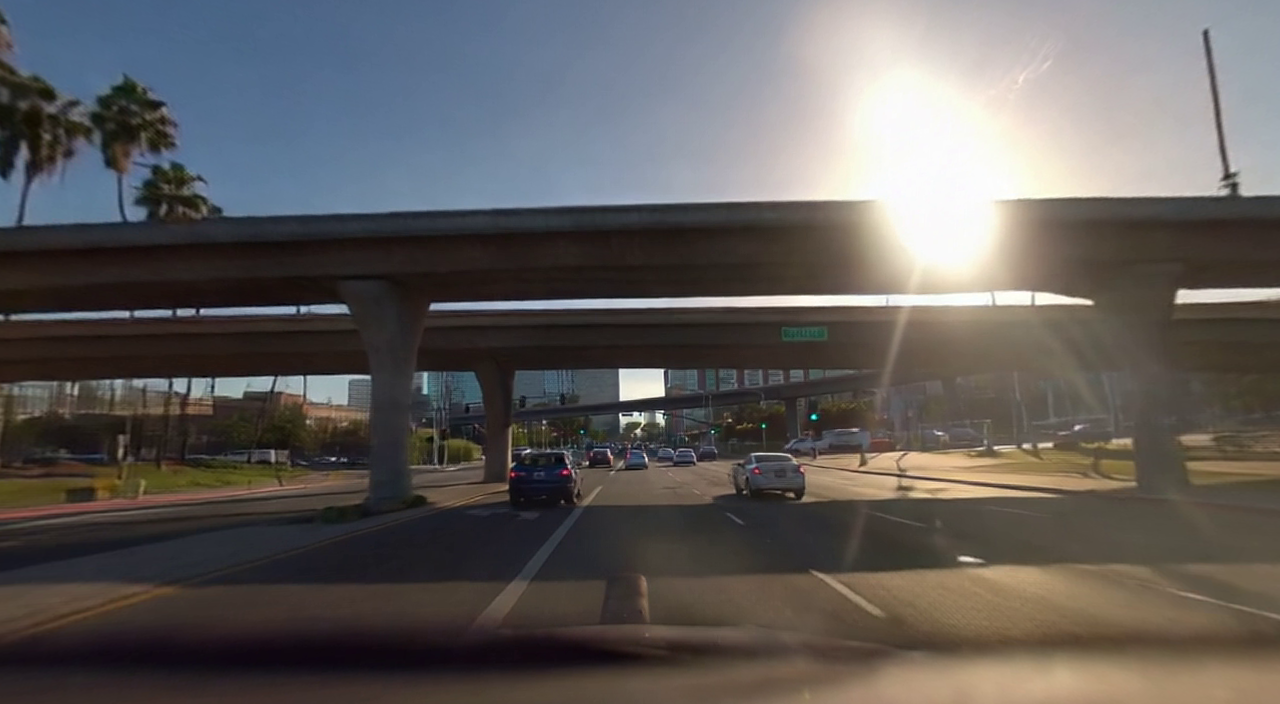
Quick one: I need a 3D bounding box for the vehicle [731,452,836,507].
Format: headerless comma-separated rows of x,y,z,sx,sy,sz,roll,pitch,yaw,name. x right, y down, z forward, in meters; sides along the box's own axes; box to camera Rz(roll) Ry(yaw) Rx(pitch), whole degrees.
4.131,3.723,18.812,2.156,1.404,4.120,0,-9,0,vehicle

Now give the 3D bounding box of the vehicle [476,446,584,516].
-2.555,3.100,15.642,2.111,1.506,4.018,0,-9,-3,vehicle

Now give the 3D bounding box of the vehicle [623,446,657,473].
-0.020,7.188,42.083,2.172,1.694,4.055,0,-9,0,vehicle
